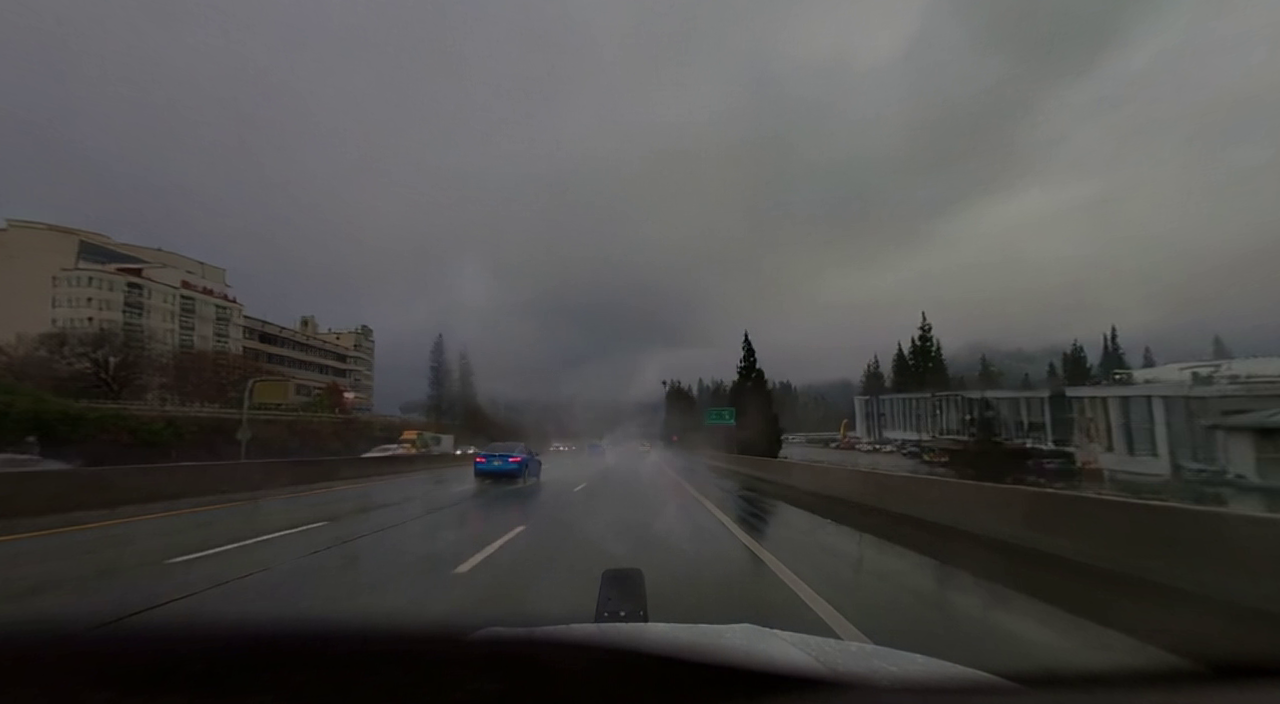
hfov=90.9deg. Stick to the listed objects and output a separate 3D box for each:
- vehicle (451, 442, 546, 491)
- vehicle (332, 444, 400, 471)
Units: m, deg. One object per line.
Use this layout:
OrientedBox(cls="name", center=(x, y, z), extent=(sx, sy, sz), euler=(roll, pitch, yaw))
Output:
OrientedBox(cls="vehicle", center=(-4.589, 3.764, 21.148), extent=(2.083, 1.471, 4.350), euler=(0, -8, 1))
OrientedBox(cls="vehicle", center=(-17.066, 6.572, 39.556), extent=(2.067, 1.558, 4.631), euler=(0, -8, 1))
